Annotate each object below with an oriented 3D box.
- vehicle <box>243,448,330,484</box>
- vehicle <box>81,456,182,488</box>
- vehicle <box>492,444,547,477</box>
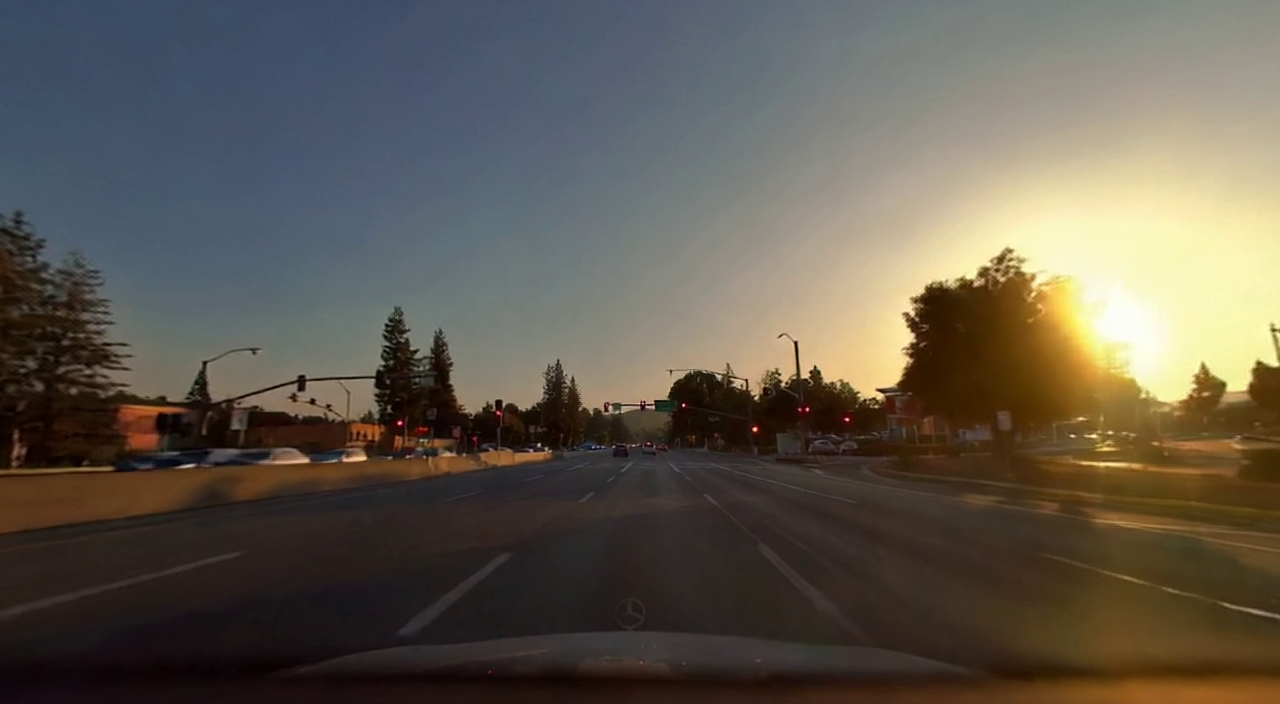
[{"bbox_3d":[-18.058,5.810,32.477,1.926,1.659,4.426,0,-9,0],"label":"vehicle"},{"bbox_3d":[-27.032,6.363,33.696,1.861,1.553,4.132,0,-9,2],"label":"vehicle"},{"bbox_3d":[-5.992,5.441,31.873,1.843,1.528,4.121,0,-9,2],"label":"vehicle"}]
